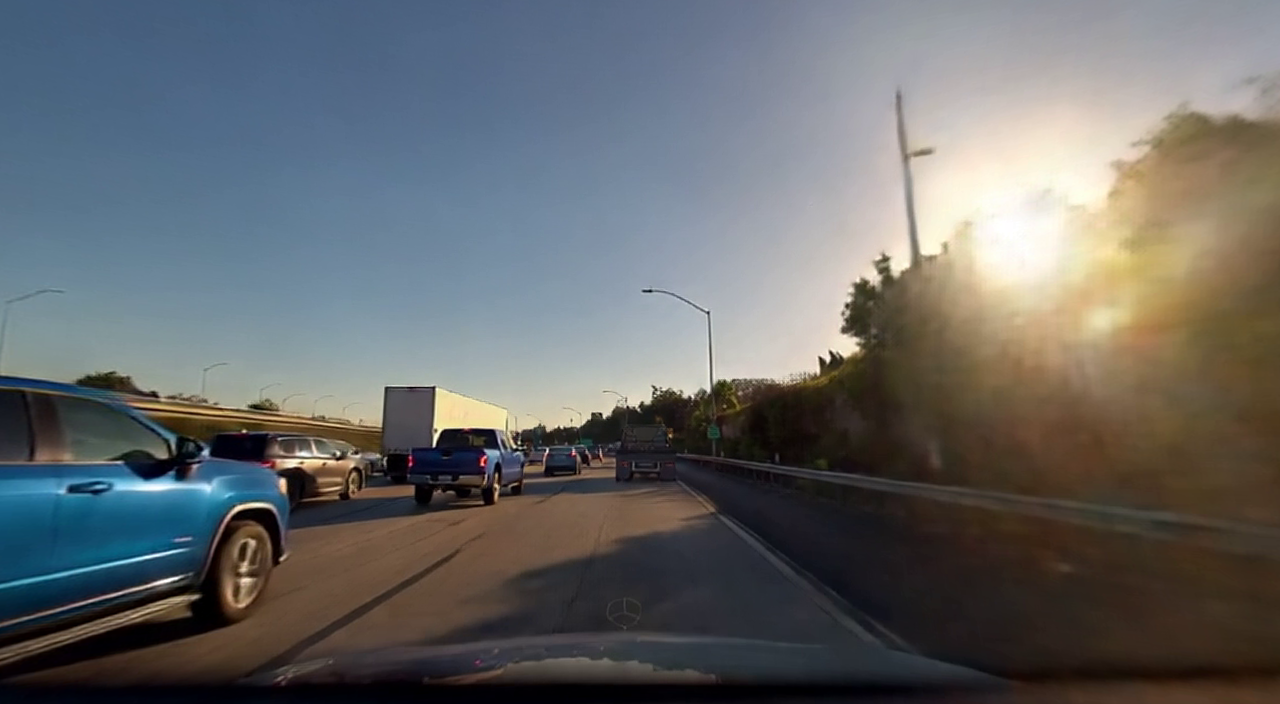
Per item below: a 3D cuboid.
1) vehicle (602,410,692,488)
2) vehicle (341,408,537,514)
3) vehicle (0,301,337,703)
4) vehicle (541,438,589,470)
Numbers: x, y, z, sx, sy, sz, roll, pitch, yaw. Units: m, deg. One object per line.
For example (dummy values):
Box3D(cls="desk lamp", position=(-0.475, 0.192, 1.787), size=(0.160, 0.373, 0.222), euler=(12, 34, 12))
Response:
Box3D(cls="vehicle", position=(0.111, 3.716, 24.271), size=(2.886, 2.471, 7.692), euler=(0, -9, -2))
Box3D(cls="vehicle", position=(-4.207, 2.459, 14.672), size=(2.575, 1.958, 5.730), euler=(0, -9, 1))
Box3D(cls="vehicle", position=(-3.552, 0.734, 2.315), size=(2.303, 1.835, 5.044), euler=(0, -9, 1))
Box3D(cls="vehicle", position=(-4.612, 6.378, 39.525), size=(2.329, 1.859, 4.823), euler=(0, -9, 1))
